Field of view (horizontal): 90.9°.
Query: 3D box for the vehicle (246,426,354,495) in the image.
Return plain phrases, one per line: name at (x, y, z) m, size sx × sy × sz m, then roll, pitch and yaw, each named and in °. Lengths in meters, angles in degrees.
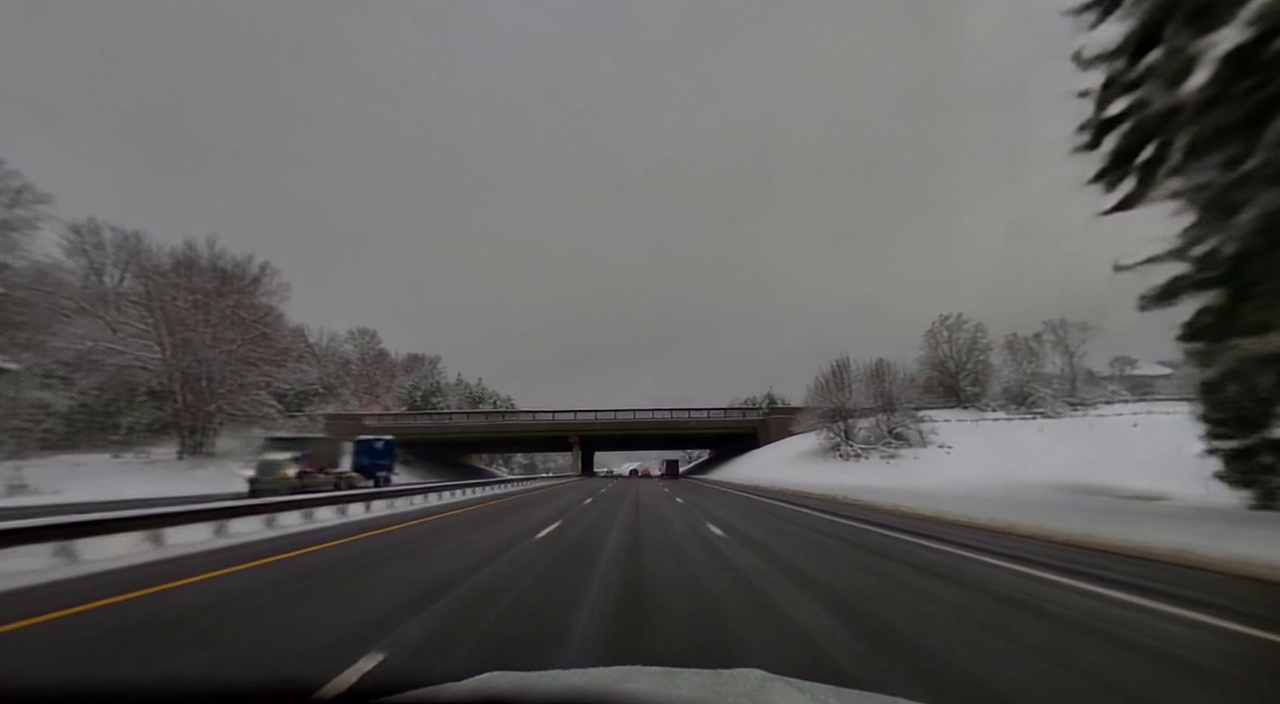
vehicle at (-19.539, 6.354, 36.662) m, size 2.844 × 3.623 × 5.761 m, roll 1°, pitch -11°, yaw 0°
